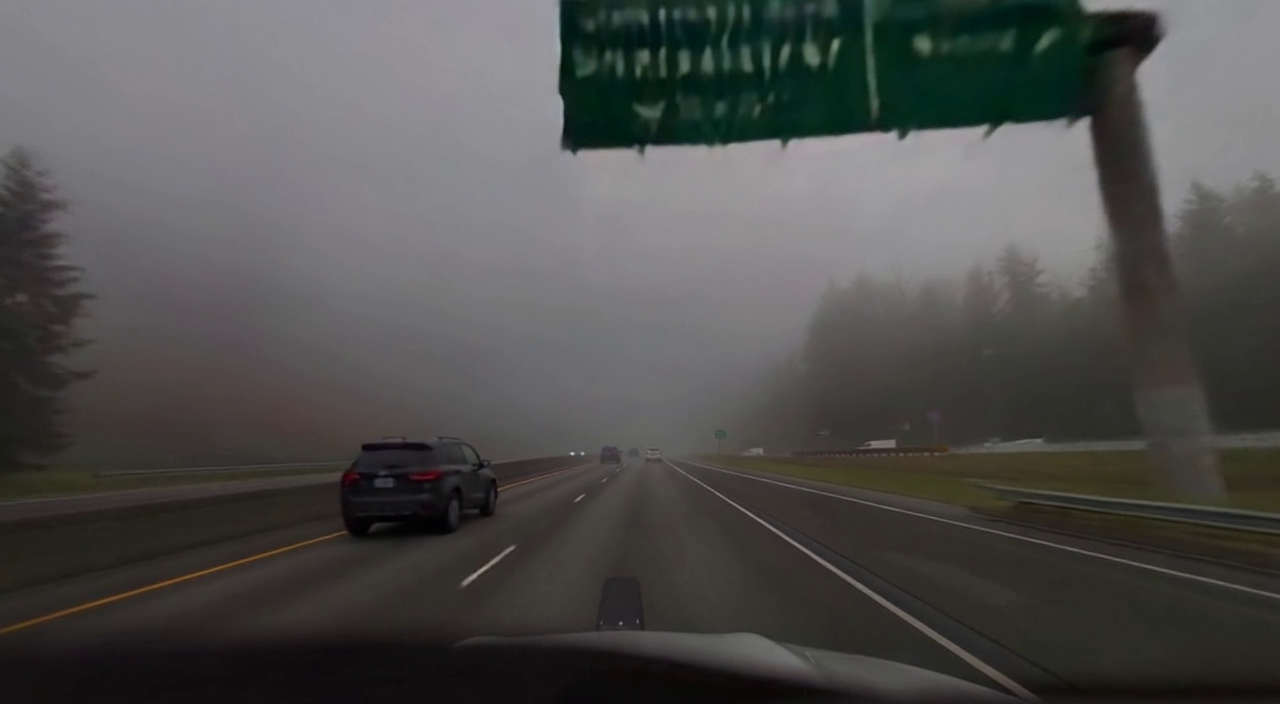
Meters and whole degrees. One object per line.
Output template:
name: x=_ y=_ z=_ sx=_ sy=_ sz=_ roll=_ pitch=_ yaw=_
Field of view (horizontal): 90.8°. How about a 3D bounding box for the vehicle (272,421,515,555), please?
vehicle: x=-3.486 y=2.007 z=10.001 sx=2.037 sy=1.638 sz=4.274 roll=0 pitch=-9 yaw=1
